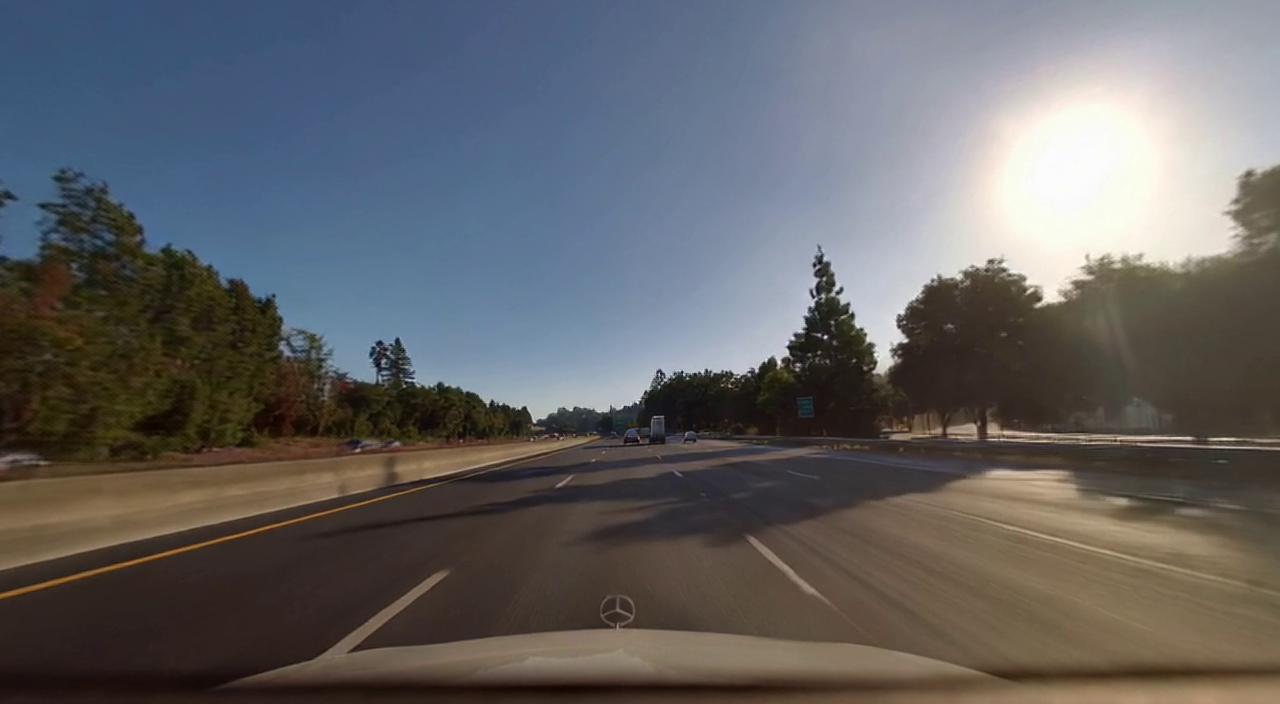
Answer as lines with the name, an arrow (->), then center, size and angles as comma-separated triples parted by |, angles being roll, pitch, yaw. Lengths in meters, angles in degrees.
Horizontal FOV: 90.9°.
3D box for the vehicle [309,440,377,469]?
vehicle -> -16.816, 5.800, 35.930 | 1.823, 1.495, 4.315 | 0, -8, -1
